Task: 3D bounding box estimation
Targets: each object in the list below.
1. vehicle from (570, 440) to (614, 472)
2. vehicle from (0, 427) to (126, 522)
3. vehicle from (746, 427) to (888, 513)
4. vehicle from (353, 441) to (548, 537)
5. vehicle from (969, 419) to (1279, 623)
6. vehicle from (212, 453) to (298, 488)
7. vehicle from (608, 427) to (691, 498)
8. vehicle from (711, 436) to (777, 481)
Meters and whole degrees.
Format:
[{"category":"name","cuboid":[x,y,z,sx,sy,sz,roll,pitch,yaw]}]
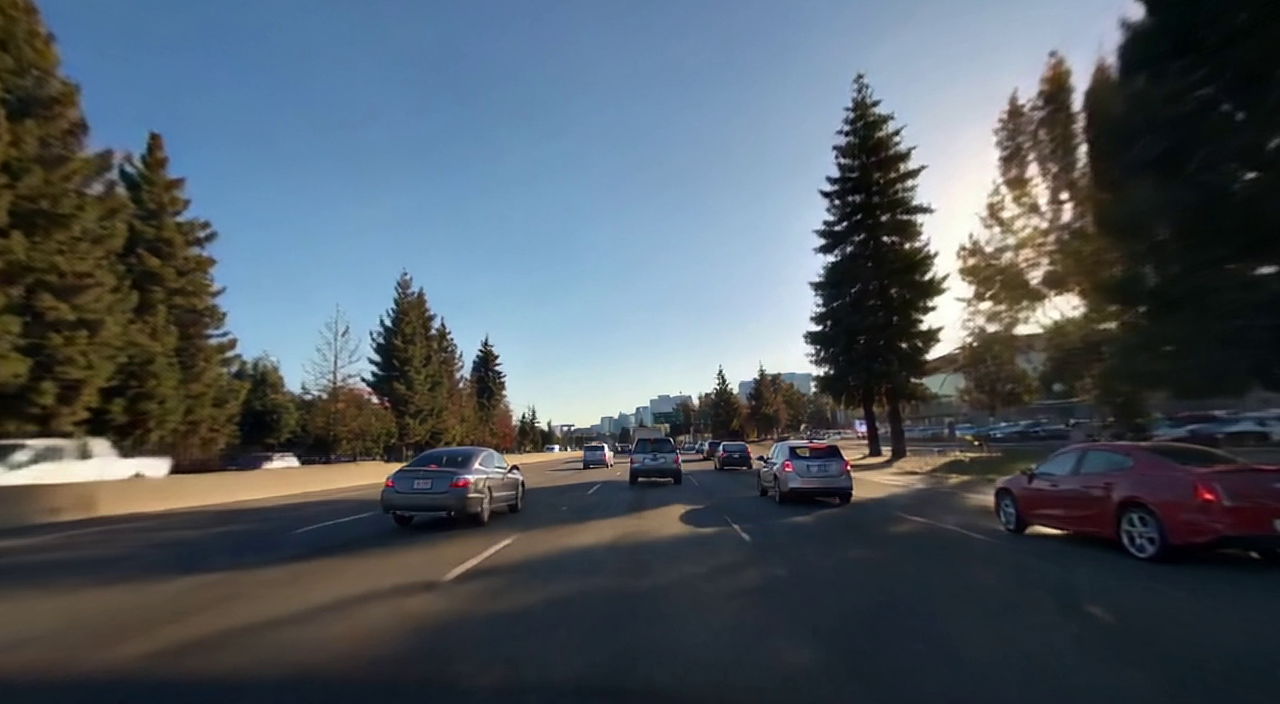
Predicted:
[{"category":"vehicle","cuboid":[-2.669,5.932,36.148,1.951,1.694,4.188,-1,-8,3]},{"category":"vehicle","cuboid":[-13.922,2.444,12.488,2.367,1.874,5.816,-1,-8,3]},{"category":"vehicle","cuboid":[3.930,2.699,14.955,2.156,1.701,4.494,-1,-8,2]},{"category":"vehicle","cuboid":[-3.279,2.466,12.183,1.965,1.443,4.968,-1,-8,4]},{"category":"vehicle","cuboid":[5.737,1.549,6.791,2.053,1.473,4.383,-1,-8,1]},{"category":"vehicle","cuboid":[-20.403,6.243,33.624,1.845,1.668,4.080,-1,-8,2]},{"category":"vehicle","cuboid":[0.331,3.218,18.728,2.153,1.805,4.631,-1,-8,2]},{"category":"vehicle","cuboid":[4.206,4.369,26.126,2.094,1.676,4.309,-1,-8,2]}]
